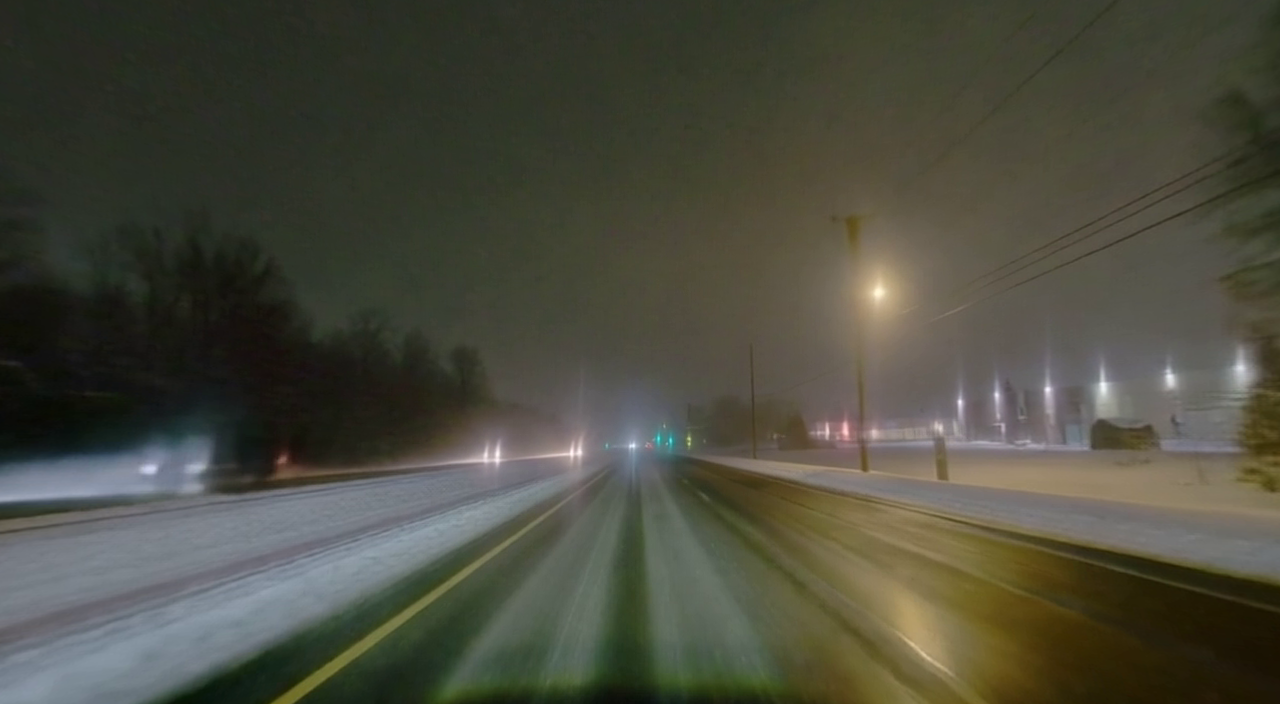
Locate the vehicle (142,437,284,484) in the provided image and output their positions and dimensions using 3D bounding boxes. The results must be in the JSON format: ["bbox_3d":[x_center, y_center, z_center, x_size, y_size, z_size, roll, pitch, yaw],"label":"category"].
[{"bbox_3d":[-21.157,5.389,31.747,2.559,2.066,6.355,-1,-8,2],"label":"vehicle"}]
